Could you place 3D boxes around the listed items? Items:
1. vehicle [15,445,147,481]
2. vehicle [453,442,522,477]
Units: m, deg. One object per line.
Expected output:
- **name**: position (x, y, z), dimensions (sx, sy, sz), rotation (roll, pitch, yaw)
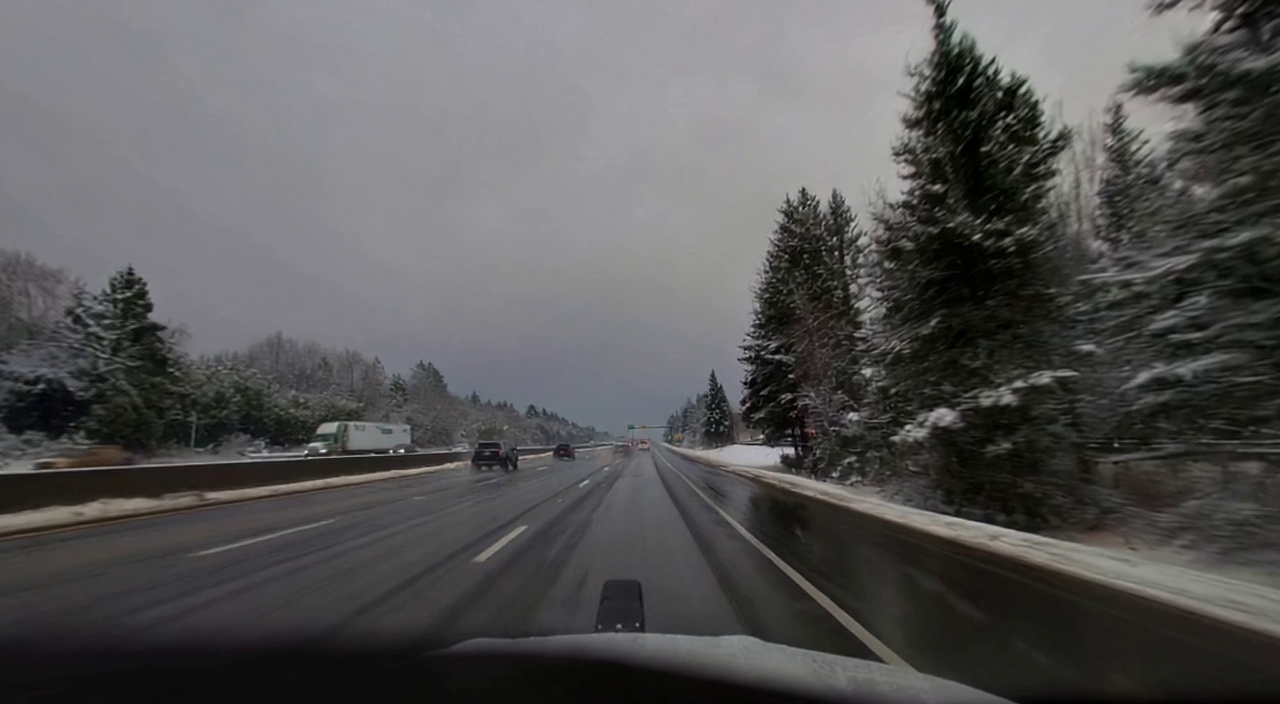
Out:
- **vehicle**: position (-28.978, 5.750, 32.917), dimensions (2.162, 1.736, 5.029), rotation (0, -9, 1)
- **vehicle**: position (-7.231, 5.126, 30.371), dimensions (2.008, 1.520, 4.731), rotation (0, -9, 1)
